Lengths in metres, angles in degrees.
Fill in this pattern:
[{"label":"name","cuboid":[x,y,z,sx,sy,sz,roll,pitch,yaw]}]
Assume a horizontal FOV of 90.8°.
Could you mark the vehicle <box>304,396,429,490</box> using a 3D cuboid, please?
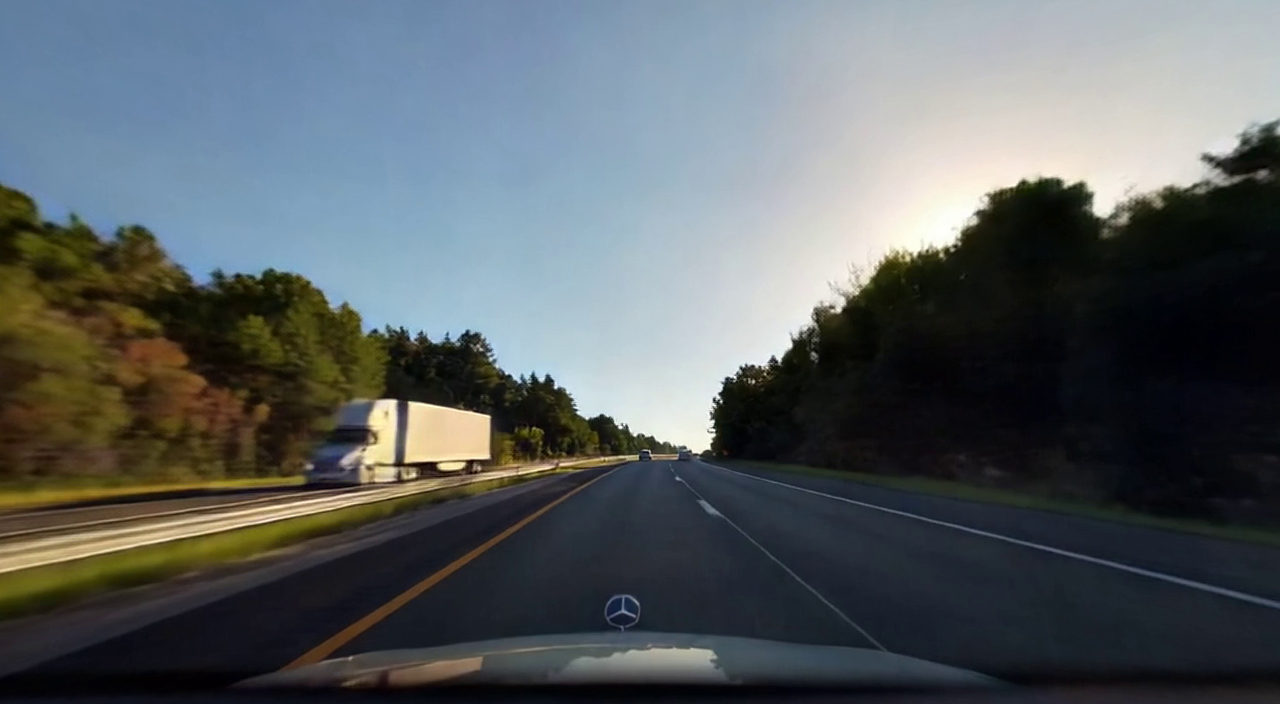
[{"label":"vehicle","cuboid":[-12.170,4.165,28.747,2.954,3.839,5.609,0,-9,1]}]
